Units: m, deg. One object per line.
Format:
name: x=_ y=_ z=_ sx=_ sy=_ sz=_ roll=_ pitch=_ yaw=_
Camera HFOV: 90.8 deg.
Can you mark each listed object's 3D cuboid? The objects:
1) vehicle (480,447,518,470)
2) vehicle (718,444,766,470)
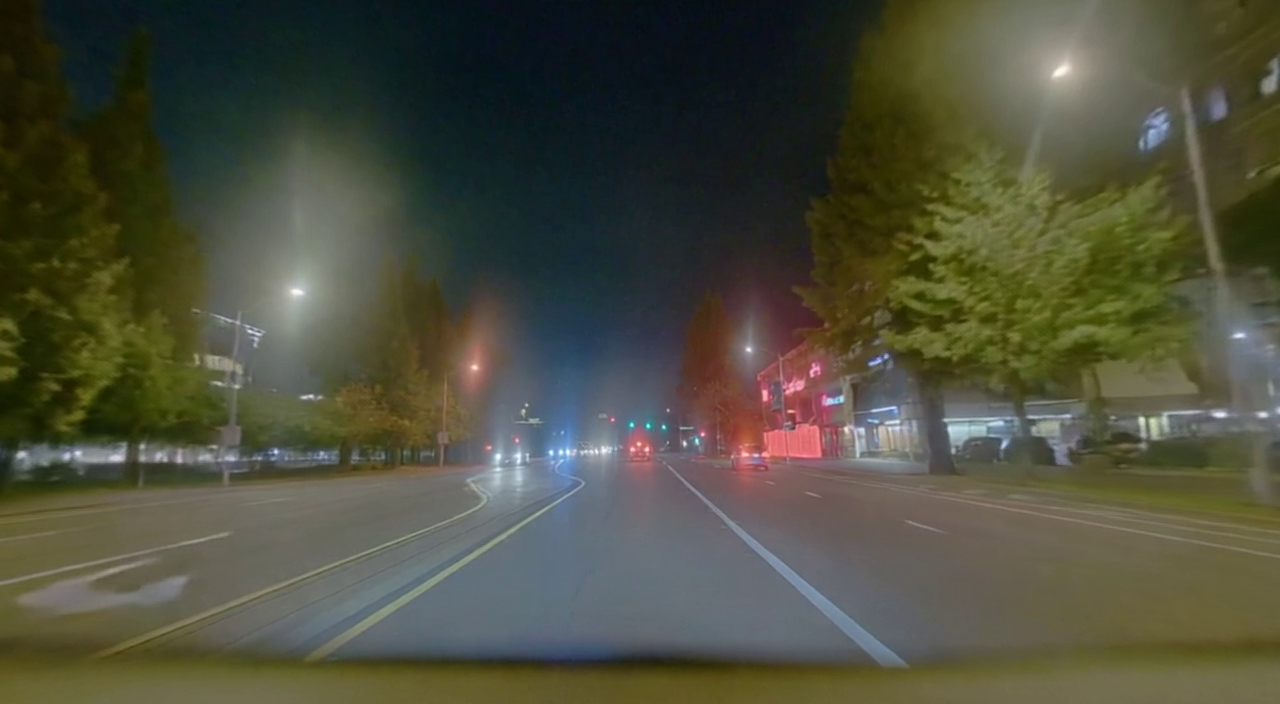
vehicle: x=-9.953 y=7.529 z=44.884 sx=1.676 sy=1.469 sz=4.362 roll=0 pitch=-9 yaw=0
vehicle: x=6.289 y=6.513 z=39.472 sx=2.024 sy=1.475 sz=4.600 roll=0 pitch=-9 yaw=-2
